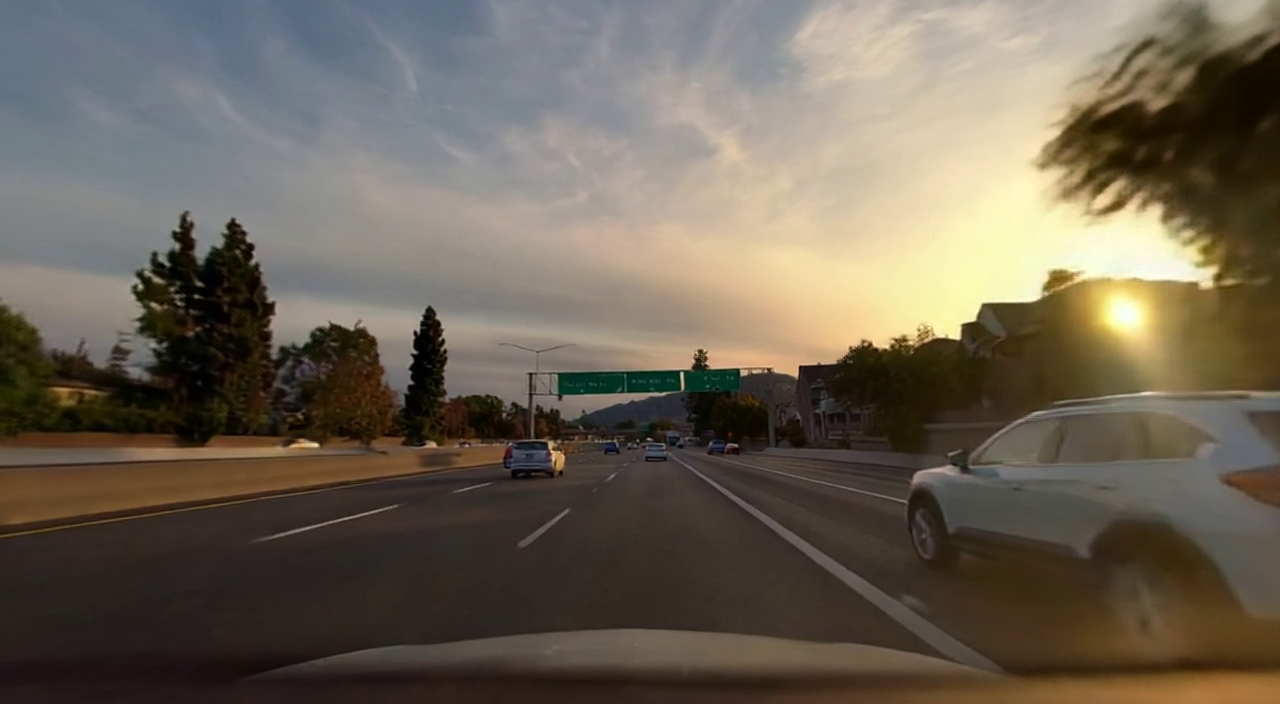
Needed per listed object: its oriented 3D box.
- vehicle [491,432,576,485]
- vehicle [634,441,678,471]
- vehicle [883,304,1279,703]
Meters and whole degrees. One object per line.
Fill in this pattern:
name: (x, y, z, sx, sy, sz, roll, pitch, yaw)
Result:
vehicle: (-3.665, 3.760, 22.666, 2.260, 1.706, 4.177, 0, -8, 1)
vehicle: (0.824, 5.488, 33.533, 2.146, 1.485, 4.332, 0, -8, 1)
vehicle: (3.673, 0.927, 3.621, 2.463, 1.851, 5.122, 0, -8, -1)
